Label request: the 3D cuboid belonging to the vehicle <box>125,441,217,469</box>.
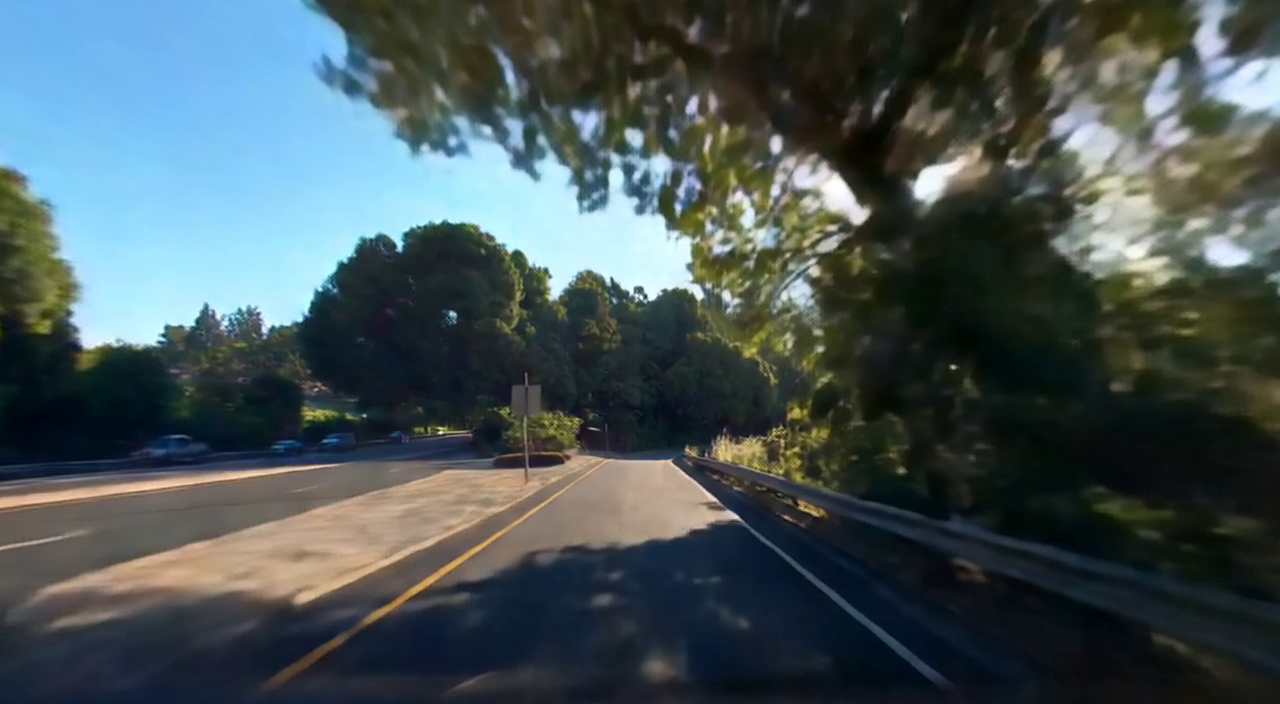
[{"bbox_3d":[-27.429,6.029,37.166,2.298,1.558,4.403,1,-9,-5],"label":"vehicle"}]
